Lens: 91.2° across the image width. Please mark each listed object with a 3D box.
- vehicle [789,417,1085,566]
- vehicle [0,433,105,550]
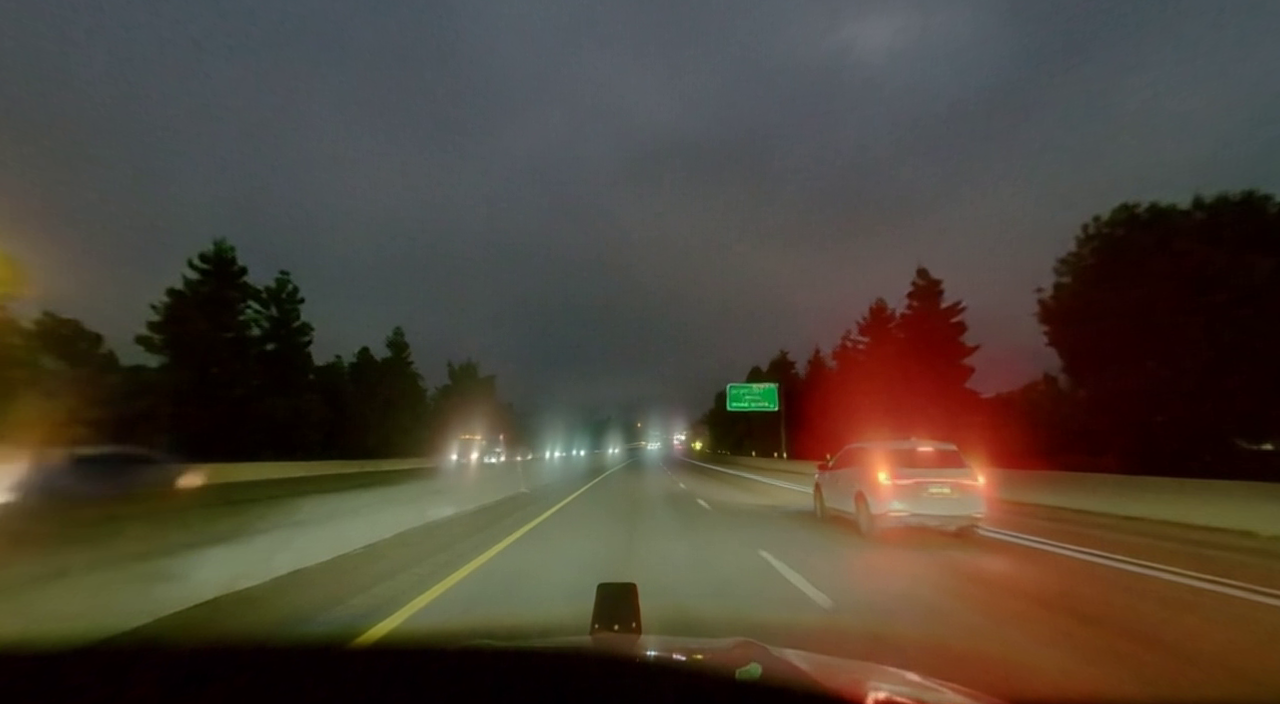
[{"bbox_3d":[3.934,1.944,9.506,2.089,1.660,4.729,0,-9,-1],"label":"vehicle"},{"bbox_3d":[-9.453,1.790,7.864,1.897,1.540,4.049,0,-9,-1],"label":"vehicle"}]
